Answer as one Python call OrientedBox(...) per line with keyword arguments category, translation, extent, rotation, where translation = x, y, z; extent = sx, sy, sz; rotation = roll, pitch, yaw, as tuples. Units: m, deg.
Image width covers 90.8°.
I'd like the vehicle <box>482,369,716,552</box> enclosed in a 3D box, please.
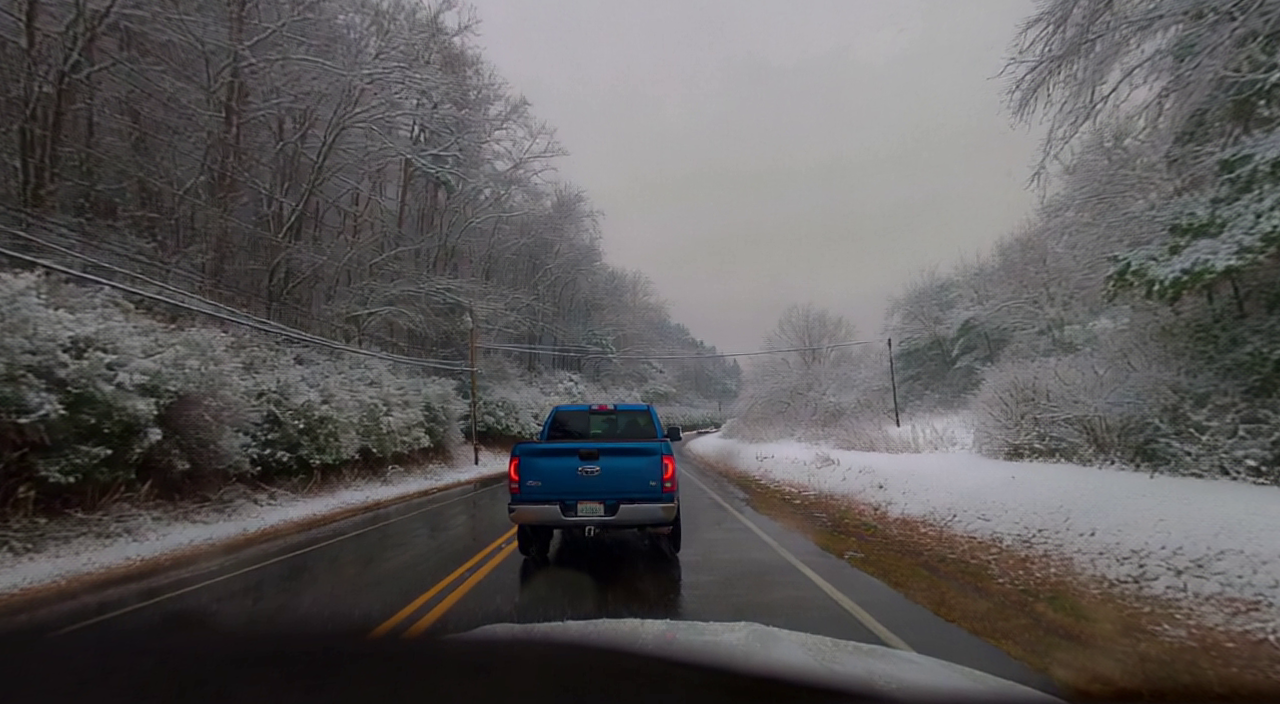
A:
OrientedBox(category="vehicle", translation=(-0.531, 1.746, 10.709), extent=(2.837, 2.223, 5.885), rotation=(0, -8, -1))
